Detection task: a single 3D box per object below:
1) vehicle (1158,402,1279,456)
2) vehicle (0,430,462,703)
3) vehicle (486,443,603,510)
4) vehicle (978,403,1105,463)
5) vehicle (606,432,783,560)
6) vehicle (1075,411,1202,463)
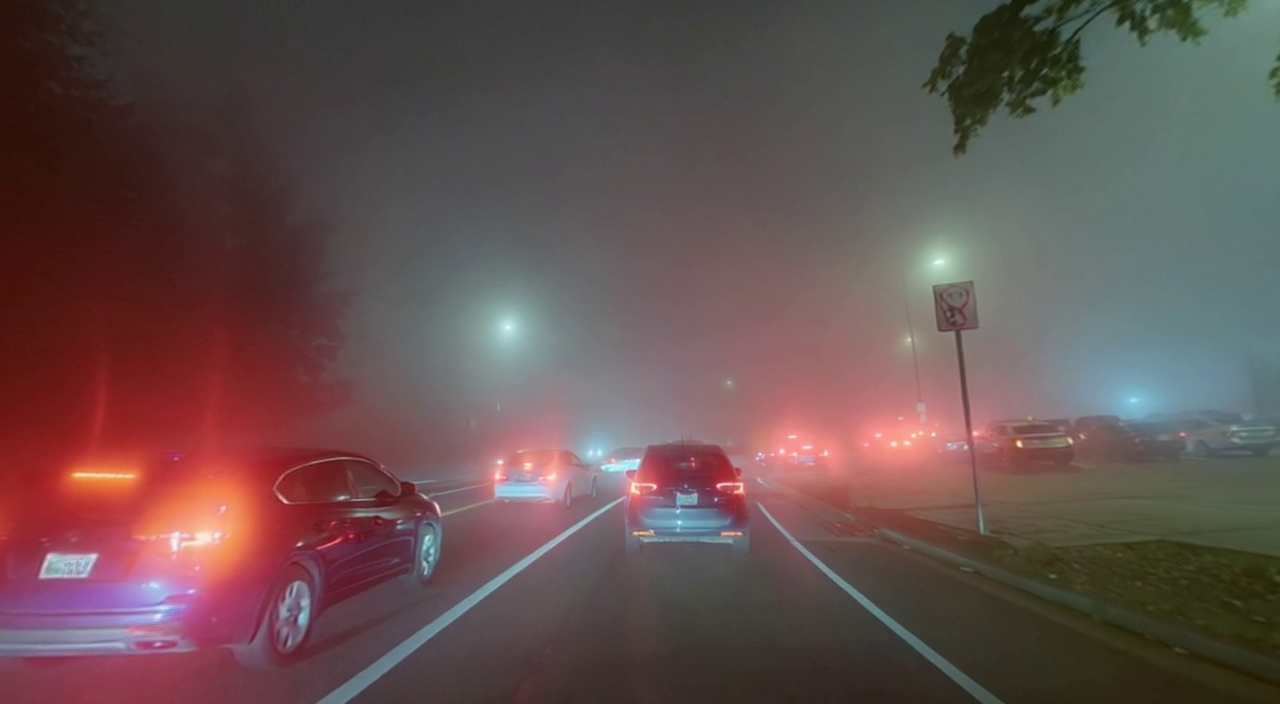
[{"bbox_3d":[20.251,2.673,21.723,1.902,1.529,3.937,-8,-9,12],"label":"vehicle"},{"bbox_3d":[-3.232,1.498,5.458,1.940,1.502,4.241,-1,-9,3],"label":"vehicle"},{"bbox_3d":[-2.282,3.121,16.291,1.870,1.490,4.187,-1,-9,8],"label":"vehicle"},{"bbox_3d":[14.271,2.984,22.759,2.288,1.933,4.612,-2,-9,12],"label":"vehicle"},{"bbox_3d":[0.815,2.064,9.794,2.142,1.528,4.133,-1,-9,5],"label":"vehicle"},{"bbox_3d":[17.427,3.009,22.285,1.803,1.518,3.893,-7,-9,12],"label":"vehicle"}]
